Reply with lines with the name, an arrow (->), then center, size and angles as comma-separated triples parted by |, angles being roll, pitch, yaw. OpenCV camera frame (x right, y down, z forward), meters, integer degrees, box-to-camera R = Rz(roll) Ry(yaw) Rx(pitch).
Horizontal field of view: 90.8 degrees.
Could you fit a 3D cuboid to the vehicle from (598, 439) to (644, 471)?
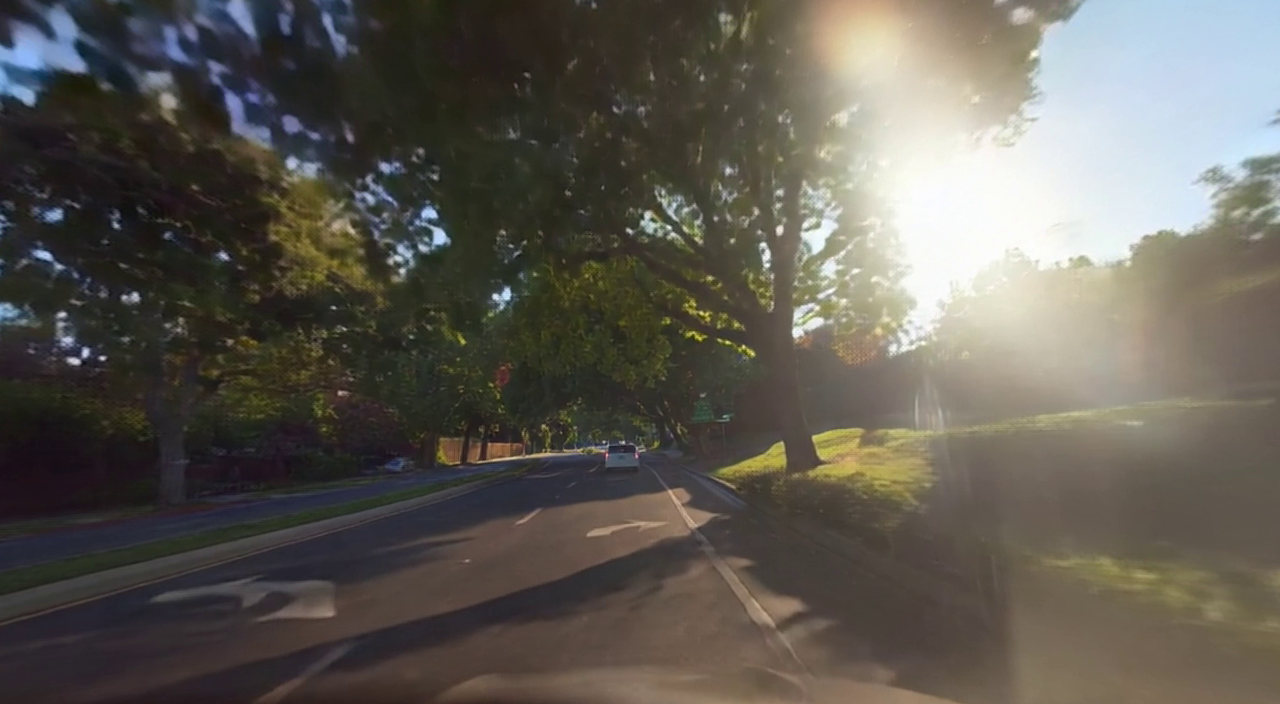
vehicle -> -0.864, 5.112, 31.685 | 2.111, 1.466, 4.223 | -1, -8, 1
